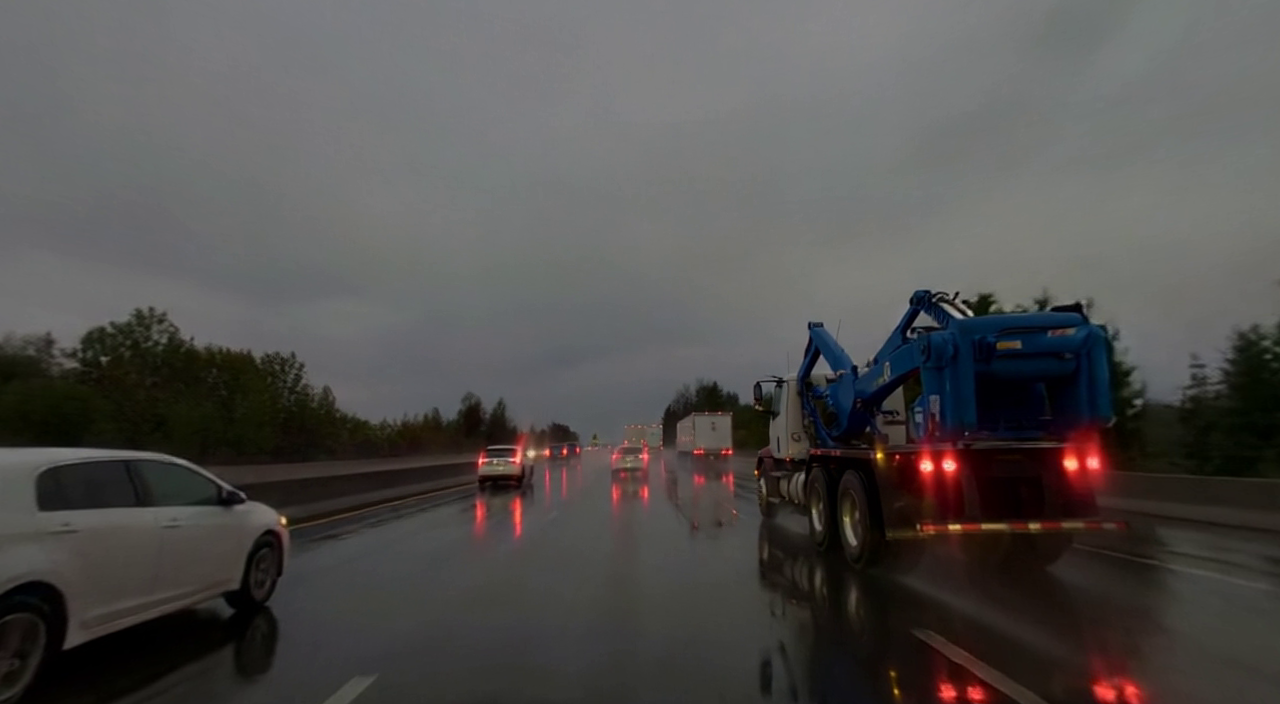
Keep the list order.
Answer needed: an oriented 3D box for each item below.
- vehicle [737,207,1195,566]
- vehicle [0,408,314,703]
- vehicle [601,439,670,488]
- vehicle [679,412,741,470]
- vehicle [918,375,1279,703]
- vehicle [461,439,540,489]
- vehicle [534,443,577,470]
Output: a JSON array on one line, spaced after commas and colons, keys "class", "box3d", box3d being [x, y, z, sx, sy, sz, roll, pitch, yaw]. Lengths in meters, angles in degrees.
[{"class": "vehicle", "box3d": [3.848, 0.914, 10.504, 2.975, 3.618, 8.456, 0, -9, 0]}, {"class": "vehicle", "box3d": [-4.118, 1.125, 3.630, 1.880, 1.507, 4.757, 0, -9, 0]}, {"class": "vehicle", "box3d": [-0.206, 3.785, 21.603, 2.150, 1.498, 3.988, 0, -9, -2]}, {"class": "vehicle", "box3d": [3.701, 4.970, 34.708, 2.416, 2.829, 7.016, 0, -9, -2]}, {"class": "vehicle", "box3d": [4.009, 0.981, 3.076, 2.599, 1.631, 5.693, 0, -9, -1]}, {"class": "vehicle", "box3d": [-4.721, 3.846, 21.776, 1.858, 1.527, 3.974, 0, -9, -1]}, {"class": "vehicle", "box3d": [-4.947, 6.191, 37.117, 1.924, 1.481, 4.264, 0, -9, 0]}]
